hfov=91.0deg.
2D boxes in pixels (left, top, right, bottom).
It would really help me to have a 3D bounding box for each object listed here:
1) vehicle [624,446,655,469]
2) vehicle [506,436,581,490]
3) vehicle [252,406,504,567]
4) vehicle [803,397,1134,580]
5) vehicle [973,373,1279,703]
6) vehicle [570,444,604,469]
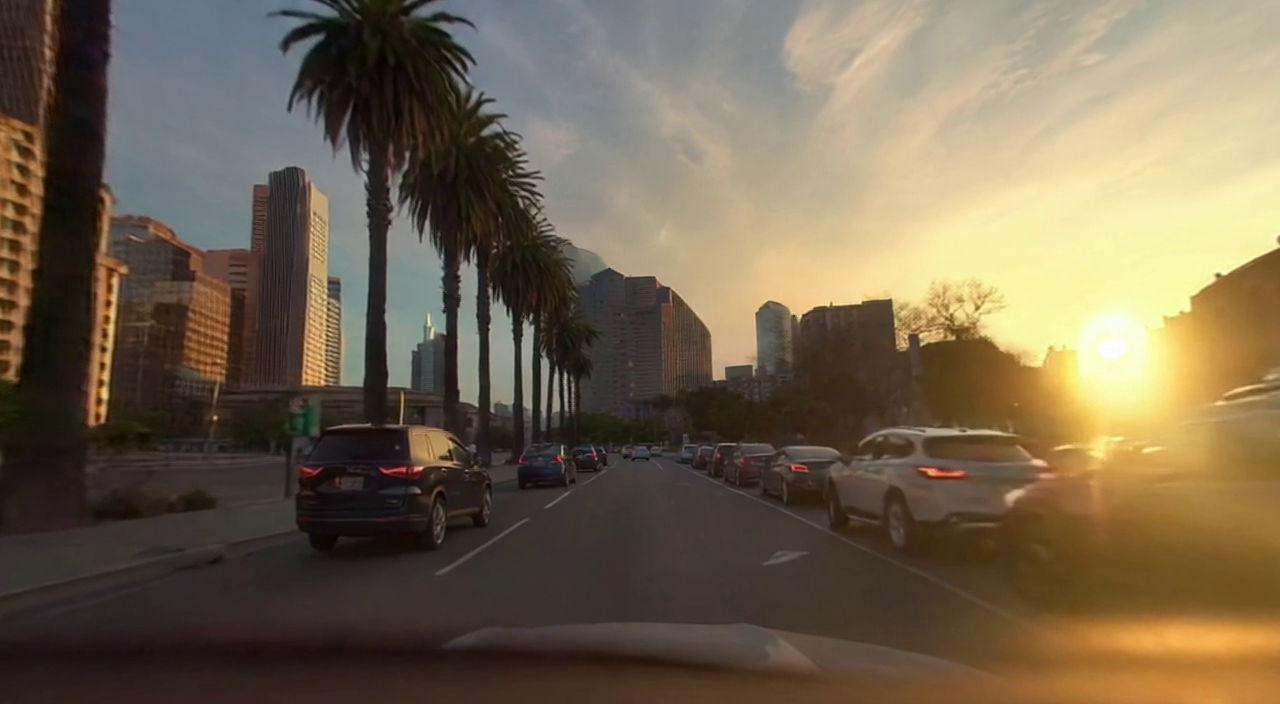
[{"bbox_3d":[-0.085,7.318,43.844,2.036,1.461,3.890,0,-9,-2],"label":"vehicle"},{"bbox_3d":[-3.367,3.986,22.886,2.014,1.740,4.392,0,-9,1],"label":"vehicle"},{"bbox_3d":[-3.407,1.839,9.243,1.800,1.797,4.224,0,-9,1],"label":"vehicle"},{"bbox_3d":[4.134,1.828,9.238,2.035,1.902,5.079,0,-9,-1],"label":"vehicle"},{"bbox_3d":[4.164,1.044,3.542,1.965,1.735,4.835,0,-9,1],"label":"vehicle"},{"bbox_3d":[-3.549,7.121,42.982,1.955,1.637,4.243,0,-9,0],"label":"vehicle"}]
